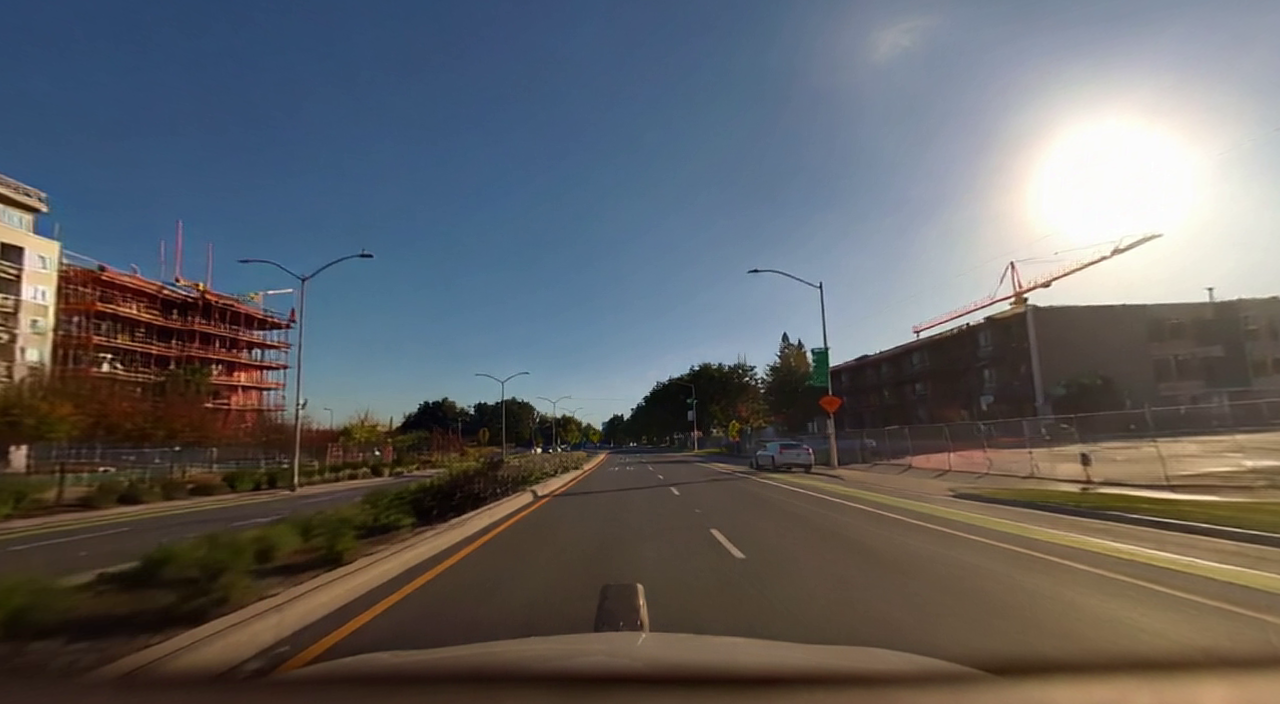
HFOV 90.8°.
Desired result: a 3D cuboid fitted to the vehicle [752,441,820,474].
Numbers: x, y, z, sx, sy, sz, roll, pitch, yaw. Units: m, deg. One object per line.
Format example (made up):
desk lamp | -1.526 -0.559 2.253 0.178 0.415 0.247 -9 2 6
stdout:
vehicle | 7.039 5.128 30.982 1.986 1.498 5.099 0 -8 -2
